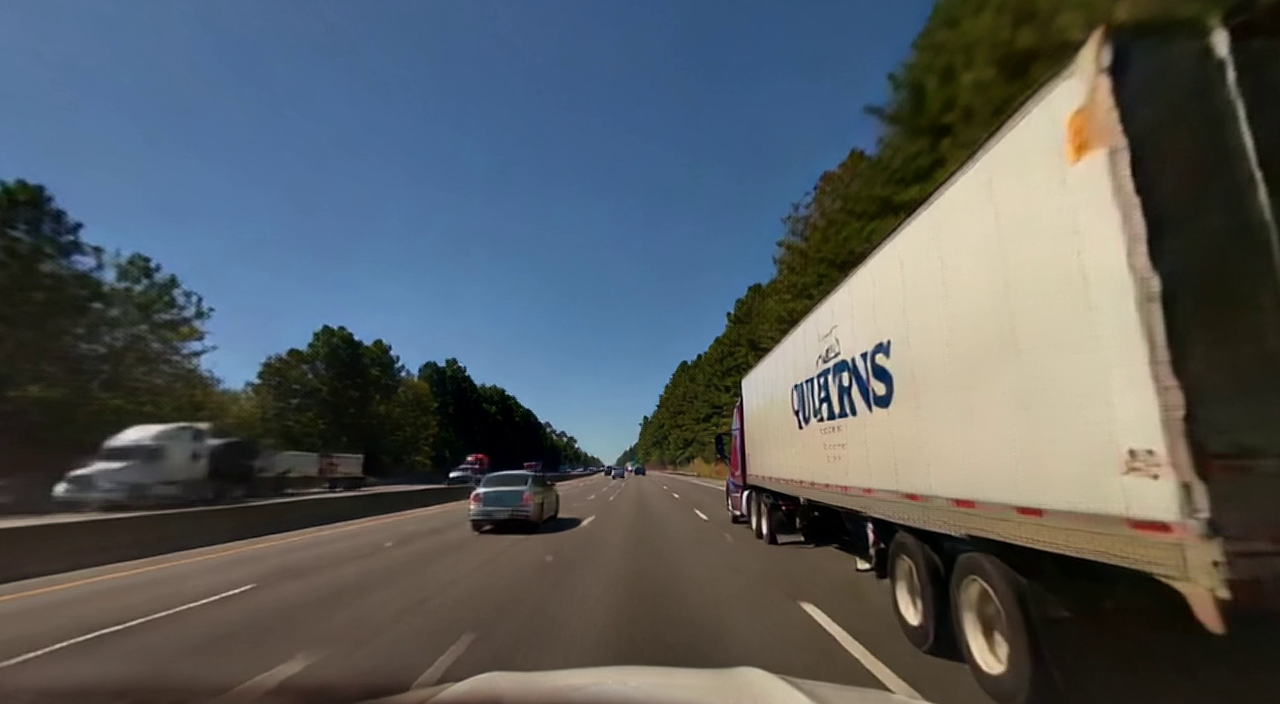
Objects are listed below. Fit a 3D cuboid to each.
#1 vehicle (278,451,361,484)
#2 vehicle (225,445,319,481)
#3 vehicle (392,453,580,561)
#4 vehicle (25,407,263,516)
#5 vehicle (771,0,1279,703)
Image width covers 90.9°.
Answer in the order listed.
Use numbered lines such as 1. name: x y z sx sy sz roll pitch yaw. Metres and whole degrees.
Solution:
1. vehicle: -20.273 7.369 40.162 2.562 1.865 5.117 0 -10 0
2. vehicle: -20.297 6.201 35.082 2.073 1.808 5.075 0 -10 1
3. vehicle: -2.238 2.413 10.301 2.032 1.407 3.641 0 -11 2
4. vehicle: -20.478 4.733 27.106 2.987 3.849 8.645 1 -10 0
5. vehicle: 3.748 0.363 5.312 2.871 4.032 10.642 1 -10 -1
